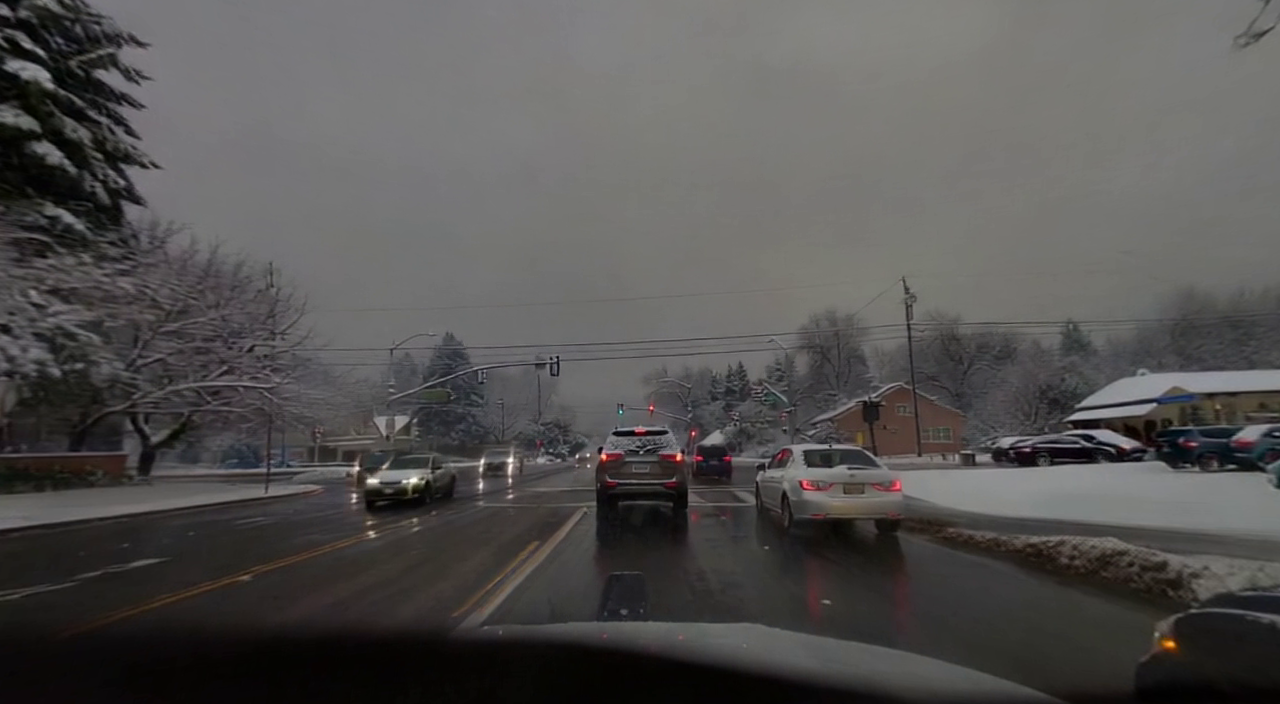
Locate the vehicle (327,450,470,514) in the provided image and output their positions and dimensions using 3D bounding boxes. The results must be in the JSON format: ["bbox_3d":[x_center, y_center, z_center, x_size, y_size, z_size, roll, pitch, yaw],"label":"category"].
[{"bbox_3d":[-6.367,3.448,17.239,2.054,1.478,4.584,0,-9,0],"label":"vehicle"}]

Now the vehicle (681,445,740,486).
[{"bbox_3d":[3.168,5.215,29.204,2.138,1.729,4.178,0,-9,-2],"label":"vehicle"}]

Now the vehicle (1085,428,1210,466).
[{"bbox_3d":[26.611,5.005,33.045,4.704,1.919,2.130,0,-9,-2],"label":"vehicle"}]

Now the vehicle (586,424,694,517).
[{"bbox_3d":[-0.027,2.839,15.530,2.296,1.947,4.168,0,-9,-1],"label":"vehicle"}]

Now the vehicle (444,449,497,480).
[{"bbox_3d":[-10.809,7.182,40.372,2.161,1.764,4.725,0,-9,-1],"label":"vehicle"}]

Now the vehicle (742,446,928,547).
[{"bbox_3d":[3.283,2.490,11.634,1.900,1.478,4.425,0,-9,-2],"label":"vehicle"}]

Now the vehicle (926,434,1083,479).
[{"bbox_3d":[13.602,3.896,23.617,4.648,1.583,2.018,0,-9,-2],"label":"vehicle"}]
